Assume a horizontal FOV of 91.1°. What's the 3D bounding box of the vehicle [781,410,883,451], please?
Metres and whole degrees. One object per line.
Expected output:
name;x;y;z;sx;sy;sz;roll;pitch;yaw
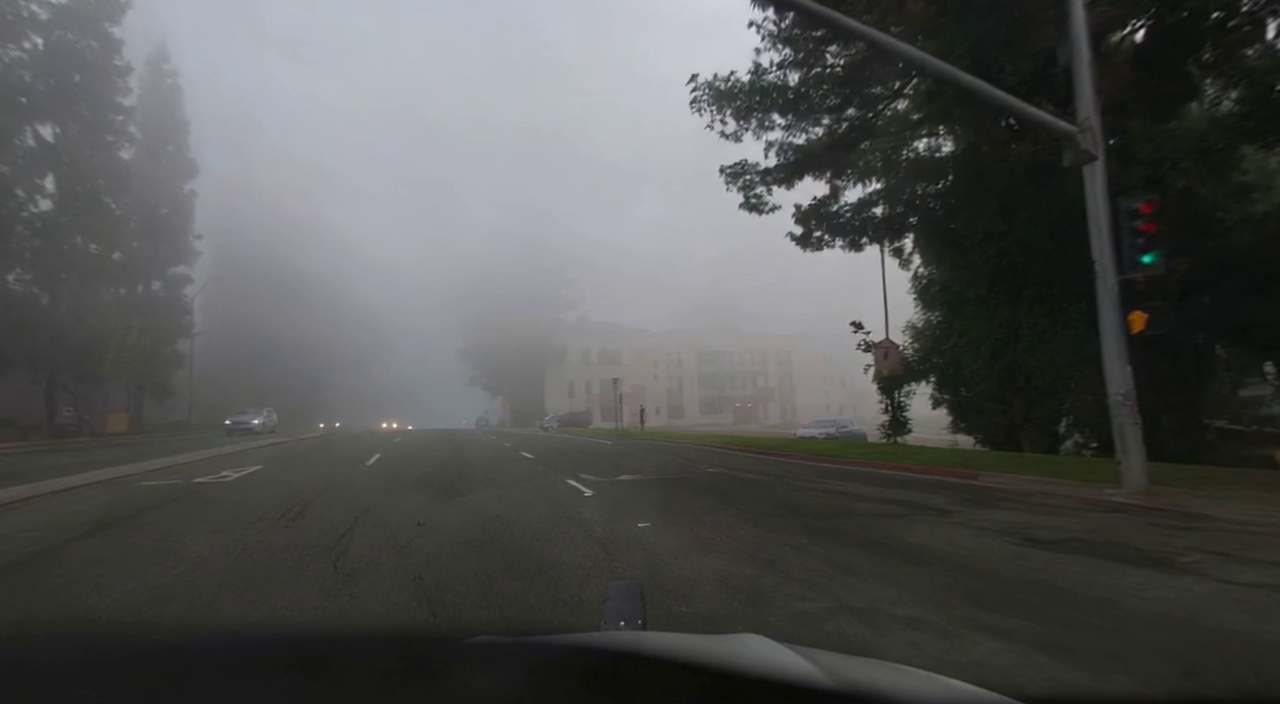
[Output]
vehicle;9.005;3.693;29.511;4.030;1.483;1.859;-2;-12;-17

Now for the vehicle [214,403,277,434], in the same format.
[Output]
vehicle;-23.585;4.039;37.694;2.060;1.618;4.203;3;-9;-17

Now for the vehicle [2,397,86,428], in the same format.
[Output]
vehicle;-44.006;4.492;46.448;3.770;1.737;2.102;5;-17;-20
